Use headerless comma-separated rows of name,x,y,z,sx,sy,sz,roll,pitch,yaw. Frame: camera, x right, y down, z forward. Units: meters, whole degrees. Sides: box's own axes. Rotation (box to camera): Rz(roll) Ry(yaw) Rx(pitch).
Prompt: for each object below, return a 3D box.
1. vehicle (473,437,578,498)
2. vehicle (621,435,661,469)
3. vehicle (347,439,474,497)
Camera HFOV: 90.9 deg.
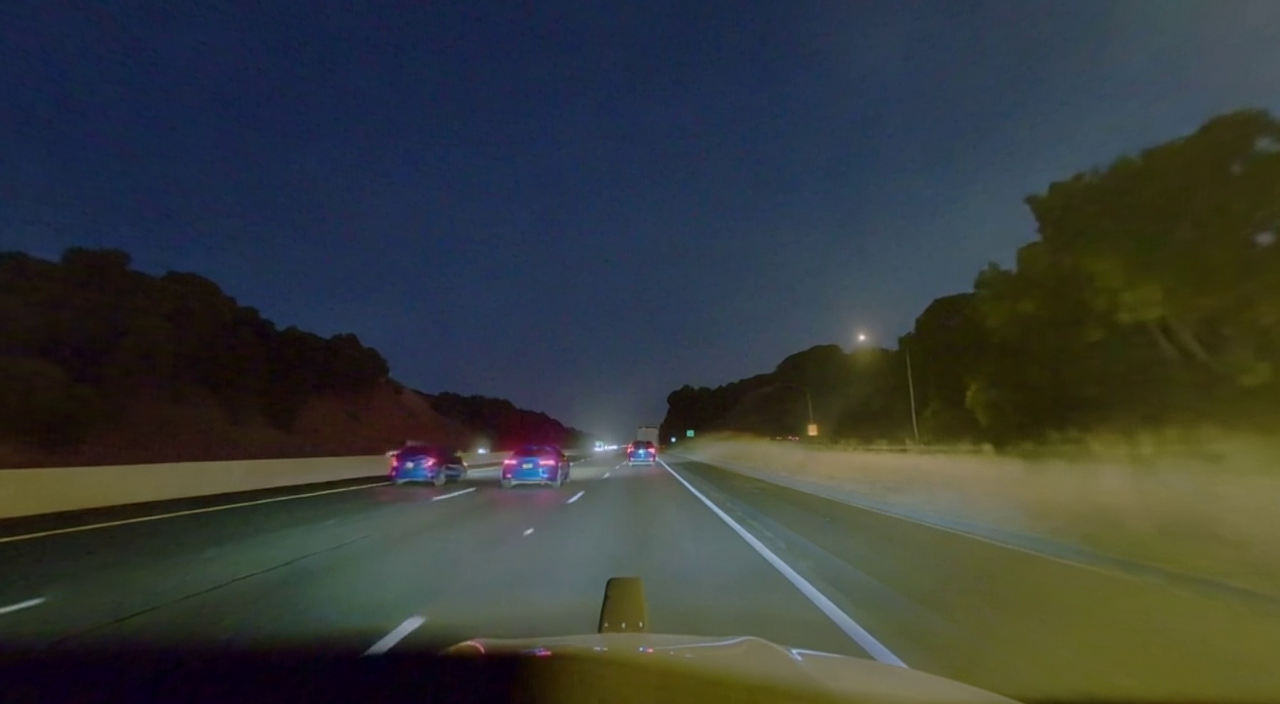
vehicle,-3.295,3.449,19.370,2.139,1.589,5.102,-1,-8,2
vehicle,0.086,6.188,39.097,2.309,1.915,5.130,0,-8,1
vehicle,-6.728,3.438,19.161,2.009,1.519,4.697,0,-8,1
